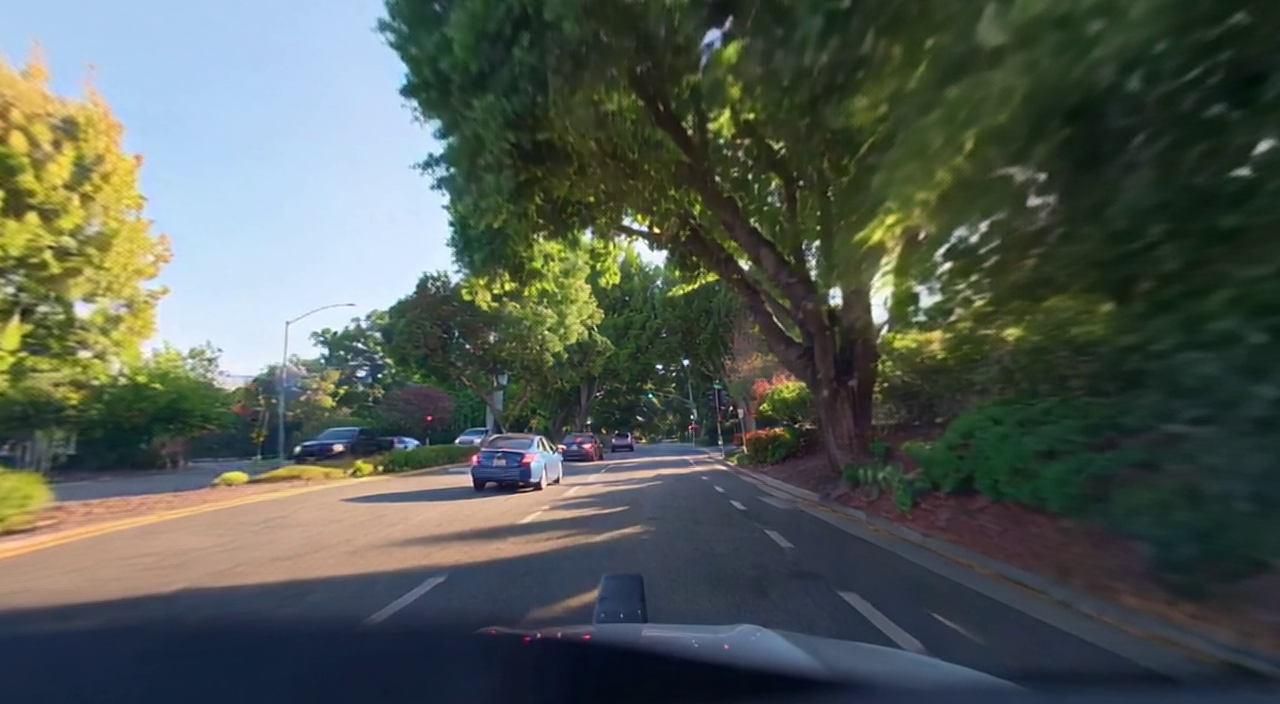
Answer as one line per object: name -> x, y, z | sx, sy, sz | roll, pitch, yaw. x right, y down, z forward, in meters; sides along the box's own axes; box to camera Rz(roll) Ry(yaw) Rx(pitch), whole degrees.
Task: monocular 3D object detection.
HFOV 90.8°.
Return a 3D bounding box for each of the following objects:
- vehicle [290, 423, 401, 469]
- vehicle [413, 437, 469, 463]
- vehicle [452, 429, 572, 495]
vehicle -> -16.000, 5.199, 34.970 | 2.734, 2.261, 6.993 | 0, -8, 1
vehicle -> -12.158, 5.996, 38.865 | 1.966, 1.496, 4.470 | 0, -8, 1
vehicle -> -3.188, 2.856, 16.819 | 2.038, 1.486, 4.678 | 0, -8, 2
